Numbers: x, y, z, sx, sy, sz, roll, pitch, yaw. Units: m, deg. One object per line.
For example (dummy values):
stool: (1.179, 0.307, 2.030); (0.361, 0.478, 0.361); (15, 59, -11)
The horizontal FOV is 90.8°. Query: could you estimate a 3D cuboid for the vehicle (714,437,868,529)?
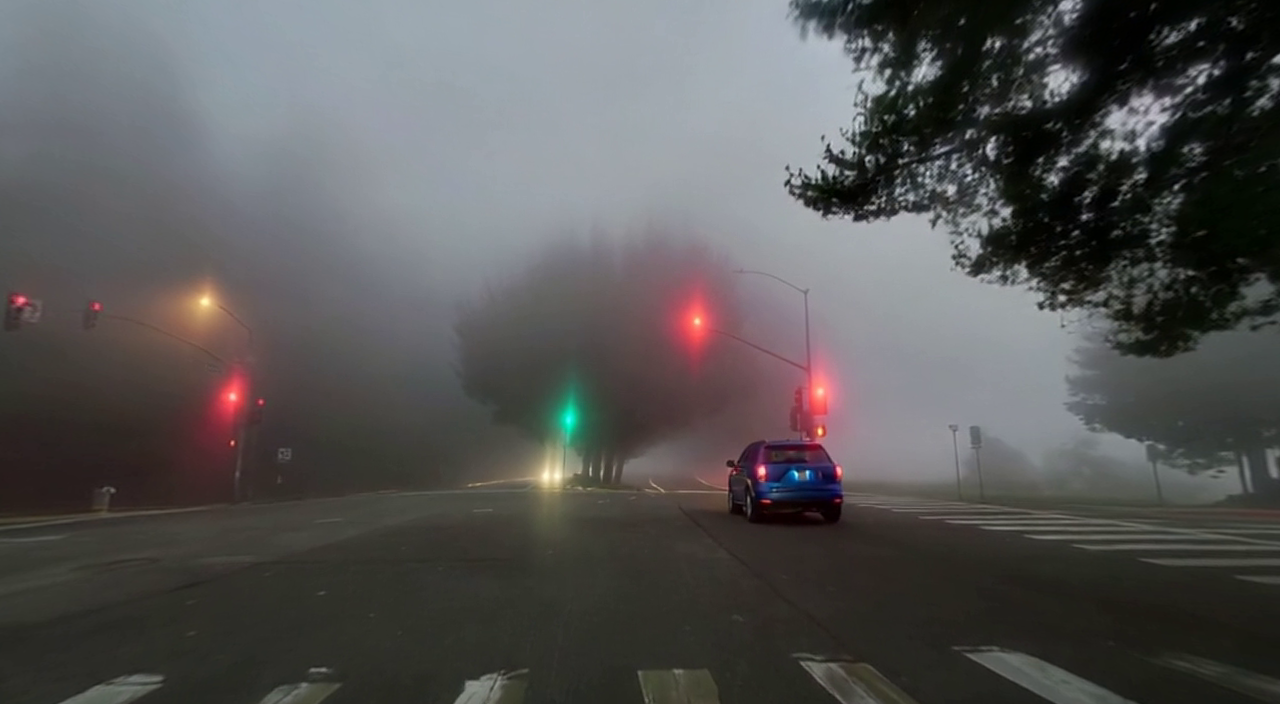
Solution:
vehicle: (3.052, 2.754, 14.019); (2.140, 1.655, 4.786); (1, -8, -1)
